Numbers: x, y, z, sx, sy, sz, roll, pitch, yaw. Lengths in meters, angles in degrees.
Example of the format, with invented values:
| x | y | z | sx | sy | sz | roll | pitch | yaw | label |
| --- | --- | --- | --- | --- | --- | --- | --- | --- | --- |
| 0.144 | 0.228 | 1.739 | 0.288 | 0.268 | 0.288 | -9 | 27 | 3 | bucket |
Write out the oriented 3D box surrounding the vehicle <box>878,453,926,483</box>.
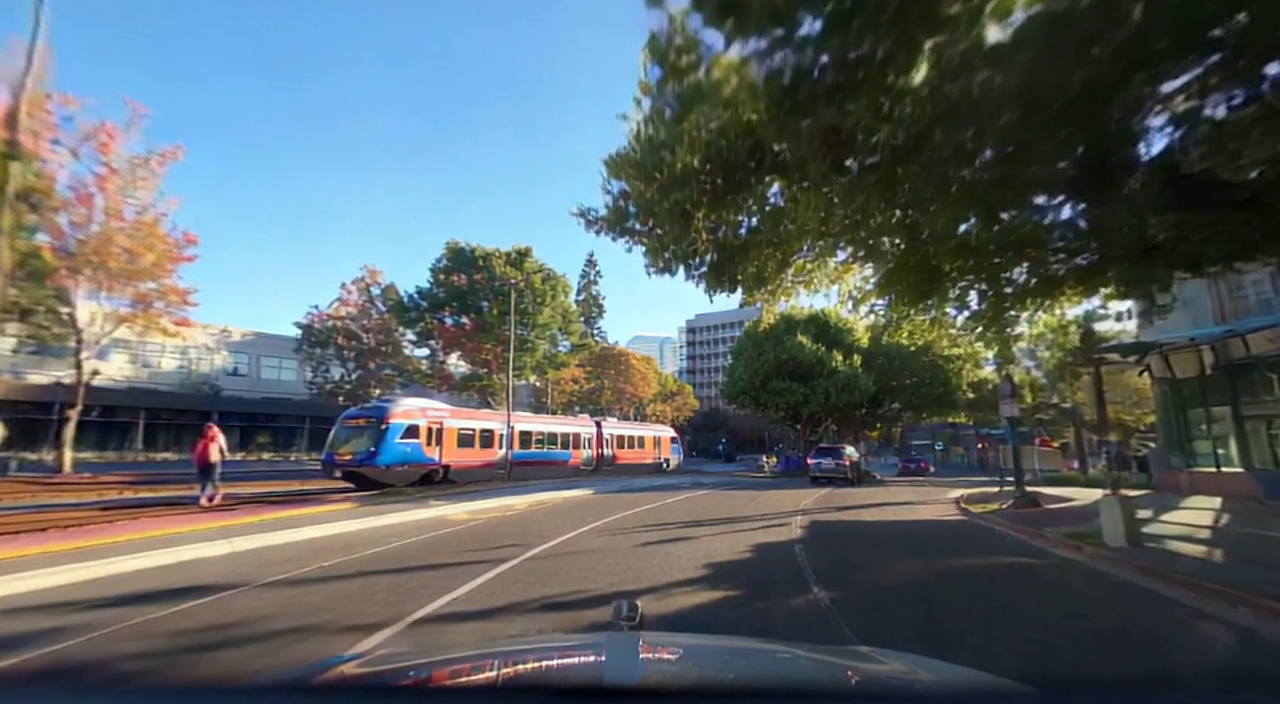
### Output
| x | y | z | sx | sy | sz | roll | pitch | yaw | label |
| --- | --- | --- | --- | --- | --- | --- | --- | --- | --- |
| 16.888 | 7.409 | 40.602 | 2.010 | 1.725 | 4.320 | -6 | -10 | 32 | vehicle |

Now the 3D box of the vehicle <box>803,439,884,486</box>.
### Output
| x | y | z | sx | sy | sz | roll | pitch | yaw | label |
| --- | --- | --- | --- | --- | --- | --- | --- | --- | --- |
| 8.529 | 4.534 | 26.233 | 2.263 | 1.765 | 4.237 | -5 | -10 | 29 | vehicle |

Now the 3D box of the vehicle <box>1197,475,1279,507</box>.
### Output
| x | y | z | sx | sy | sz | roll | pitch | yaw | label |
| --- | --- | --- | --- | --- | --- | --- | --- | --- | --- |
| 30.894 | 6.947 | 31.684 | 4.118 | 1.477 | 1.691 | -1 | -9 | 2 | vehicle |
